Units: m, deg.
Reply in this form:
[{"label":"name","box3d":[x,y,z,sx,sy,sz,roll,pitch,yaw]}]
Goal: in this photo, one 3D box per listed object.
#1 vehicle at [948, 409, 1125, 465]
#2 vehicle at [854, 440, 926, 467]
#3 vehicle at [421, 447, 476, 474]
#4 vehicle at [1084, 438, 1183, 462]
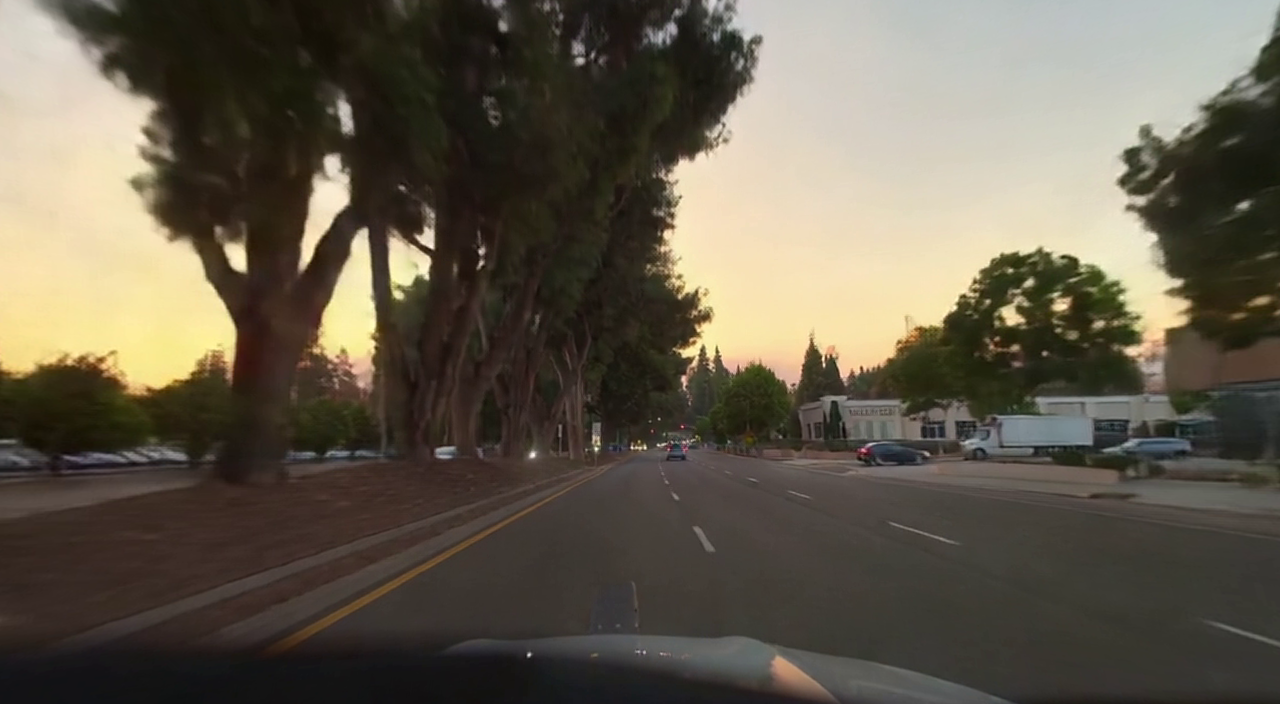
[{"label":"vehicle","box3d":[30.388,6.529,48.750,11.456,3.682,3.010,-2,-7,-1]},{"label":"vehicle","box3d":[16.437,6.633,41.517,4.319,1.624,1.988,4,-10,-27]},{"label":"vehicle","box3d":[-11.018,6.278,36.735,1.822,1.444,4.338,-1,-9,0]},{"label":"vehicle","box3d":[31.352,6.239,40.207,4.610,1.452,2.009,0,-9,-1]}]
